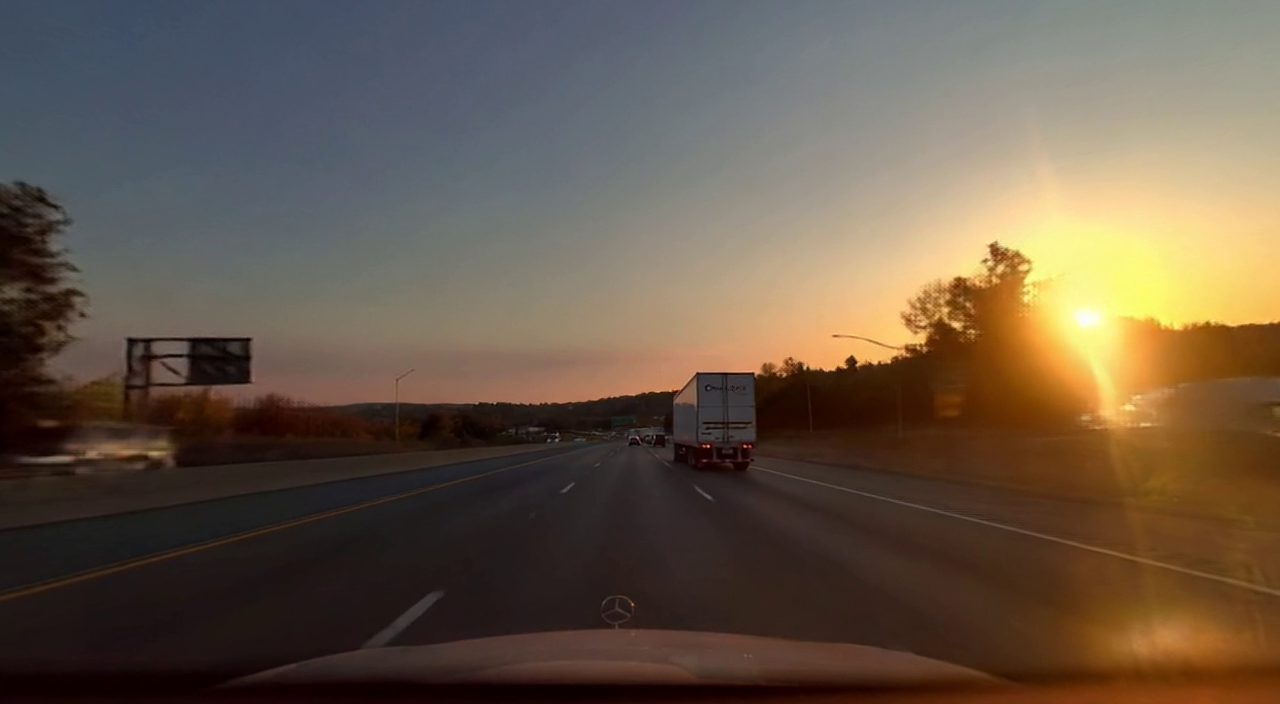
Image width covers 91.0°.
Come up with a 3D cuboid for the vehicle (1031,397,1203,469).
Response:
[{"bbox_3d":[24.396,4.000,32.923,2.865,2.885,8.040,-4,-3,2],"label":"vehicle"}]

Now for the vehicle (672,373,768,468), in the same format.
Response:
[{"bbox_3d":[3.796,3.958,34.337,2.976,4.064,14.619,0,-8,-1],"label":"vehicle"}]

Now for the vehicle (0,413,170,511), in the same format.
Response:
[{"bbox_3d":[-20.192,3.684,21.571,2.637,2.866,7.123,0,-8,-1],"label":"vehicle"}]

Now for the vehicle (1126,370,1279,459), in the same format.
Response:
[{"bbox_3d":[32.241,3.580,34.066,3.091,4.047,14.520,-2,-8,12],"label":"vehicle"}]
